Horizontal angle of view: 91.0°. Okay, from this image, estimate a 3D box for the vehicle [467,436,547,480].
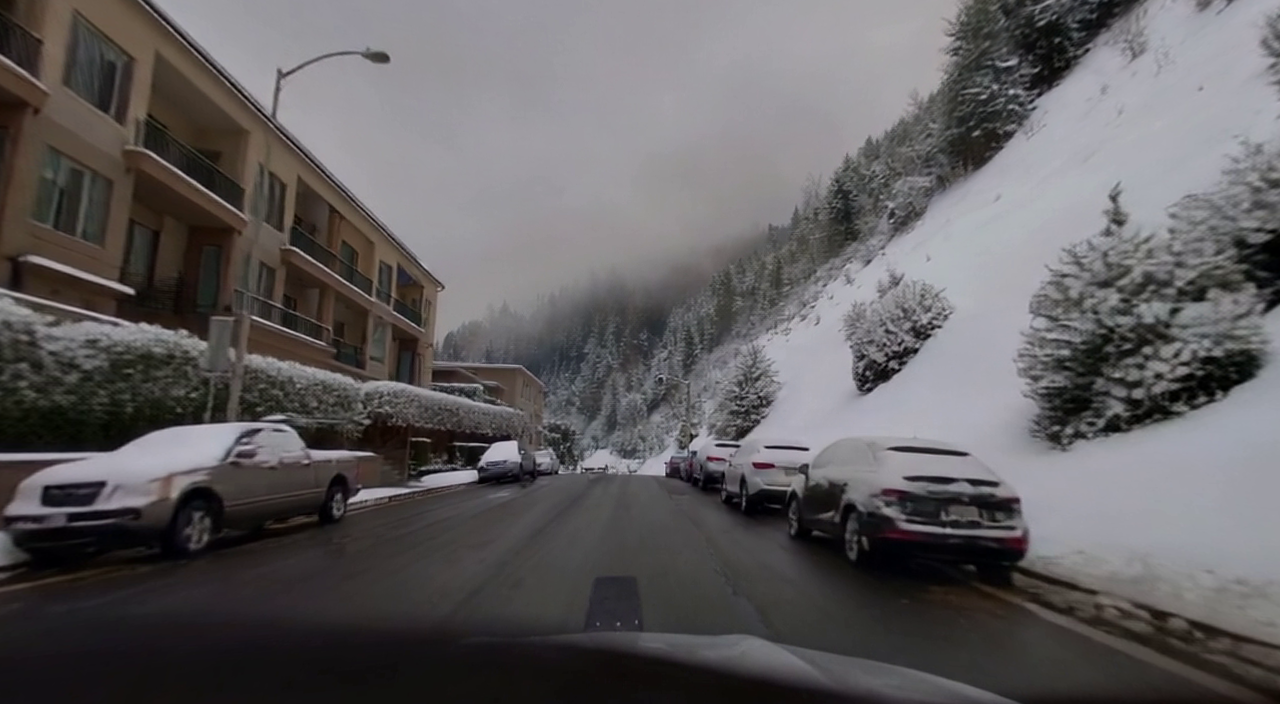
[{"bbox_3d":[-6.425,5.369,31.330,2.692,1.949,5.948,0,-11,0],"label":"vehicle"}]

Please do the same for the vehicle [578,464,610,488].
[{"bbox_3d":[-3.320,9.148,46.135,2.102,1.621,4.627,0,-13,-2],"label":"vehicle"}]

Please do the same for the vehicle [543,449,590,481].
[{"bbox_3d":[-3.573,5.624,31.357,1.856,1.474,4.522,0,-10,-1],"label":"vehicle"}]

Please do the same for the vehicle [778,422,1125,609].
[{"bbox_3d":[3.218,1.768,7.781,1.926,1.602,4.433,0,-9,-1],"label":"vehicle"}]

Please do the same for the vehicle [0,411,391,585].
[{"bbox_3d":[-6.191,1.984,9.616,2.374,1.843,5.638,0,-9,1],"label":"vehicle"}]
